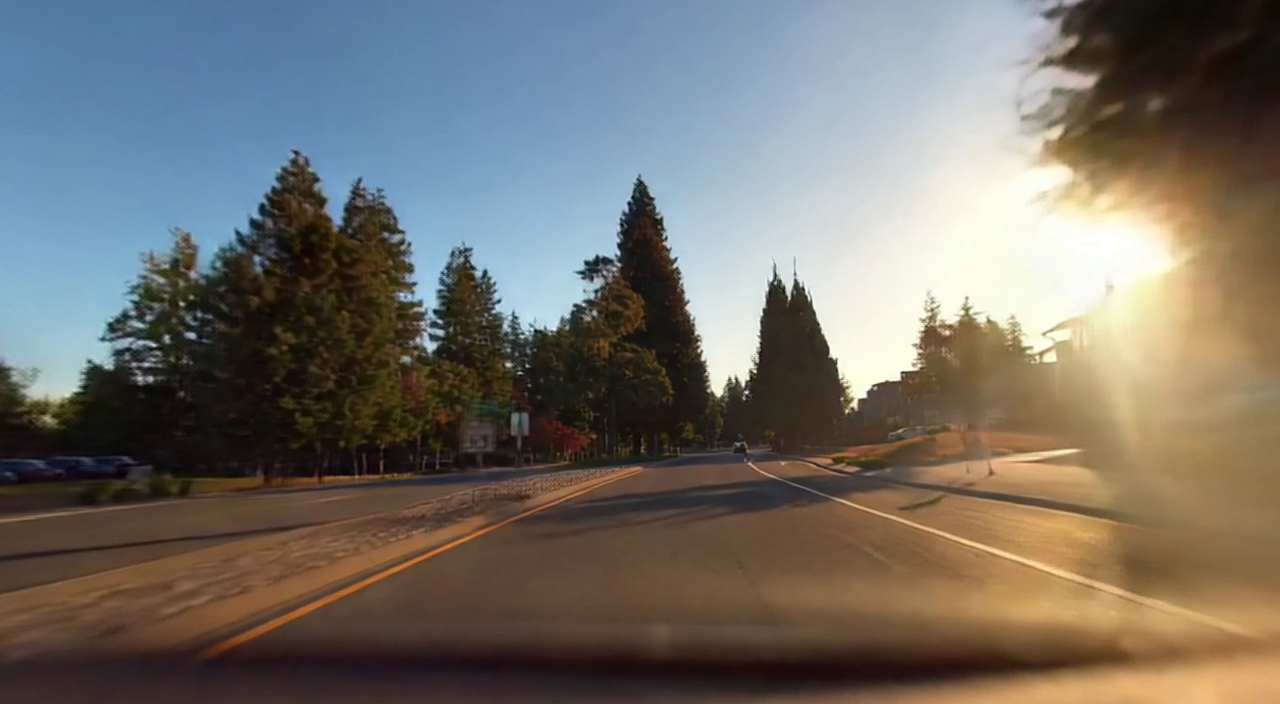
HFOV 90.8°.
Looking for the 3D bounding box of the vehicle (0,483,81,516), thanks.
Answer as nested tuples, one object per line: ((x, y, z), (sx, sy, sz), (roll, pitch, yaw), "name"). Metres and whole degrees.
((-34.205, 8.224, 35.117), (1.842, 1.584, 4.567), (-6, -11, 6), "vehicle")
